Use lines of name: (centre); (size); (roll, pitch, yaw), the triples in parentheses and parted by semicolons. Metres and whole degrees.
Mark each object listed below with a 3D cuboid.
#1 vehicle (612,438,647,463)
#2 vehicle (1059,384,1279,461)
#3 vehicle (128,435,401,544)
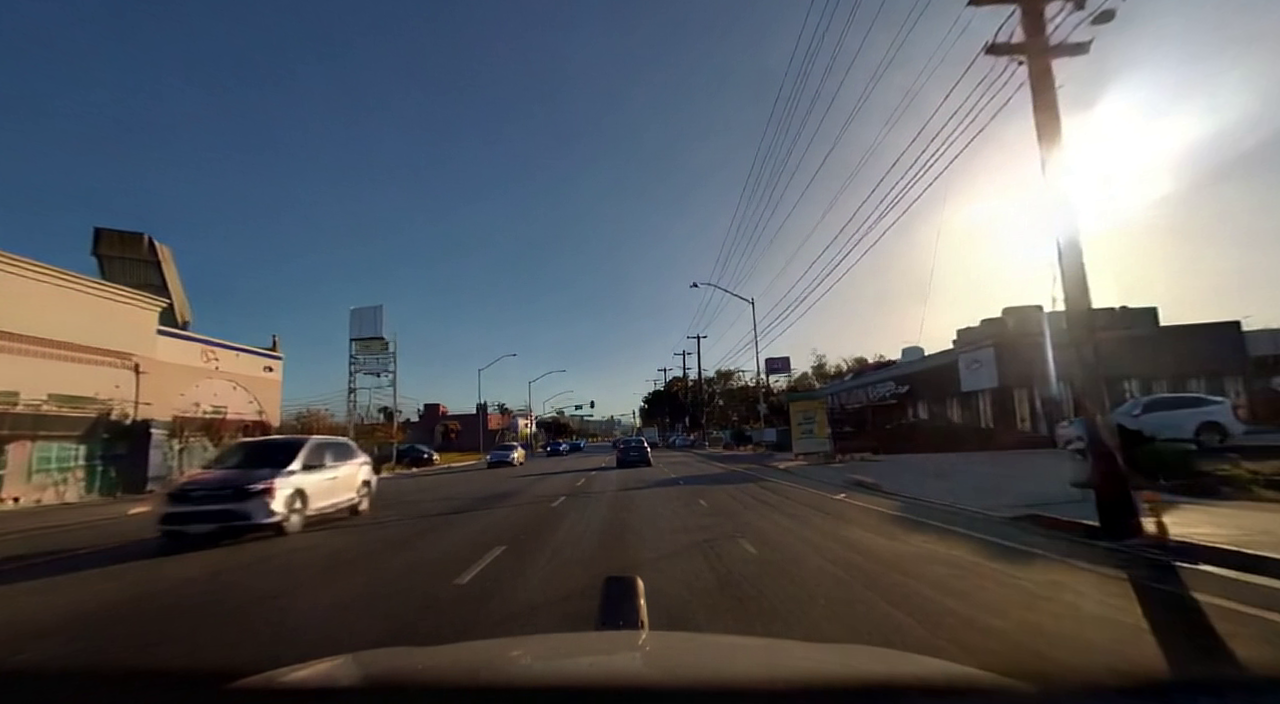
vehicle: (-0.618, 6.309, 40.622); (2.097, 1.472, 4.544); (0, -8, 0)
vehicle: (13.566, 1.763, 15.651); (4.836, 1.750, 2.079); (0, -8, -1)
vehicle: (-6.231, 2.299, 11.380); (1.987, 1.515, 4.789); (0, -8, 0)
